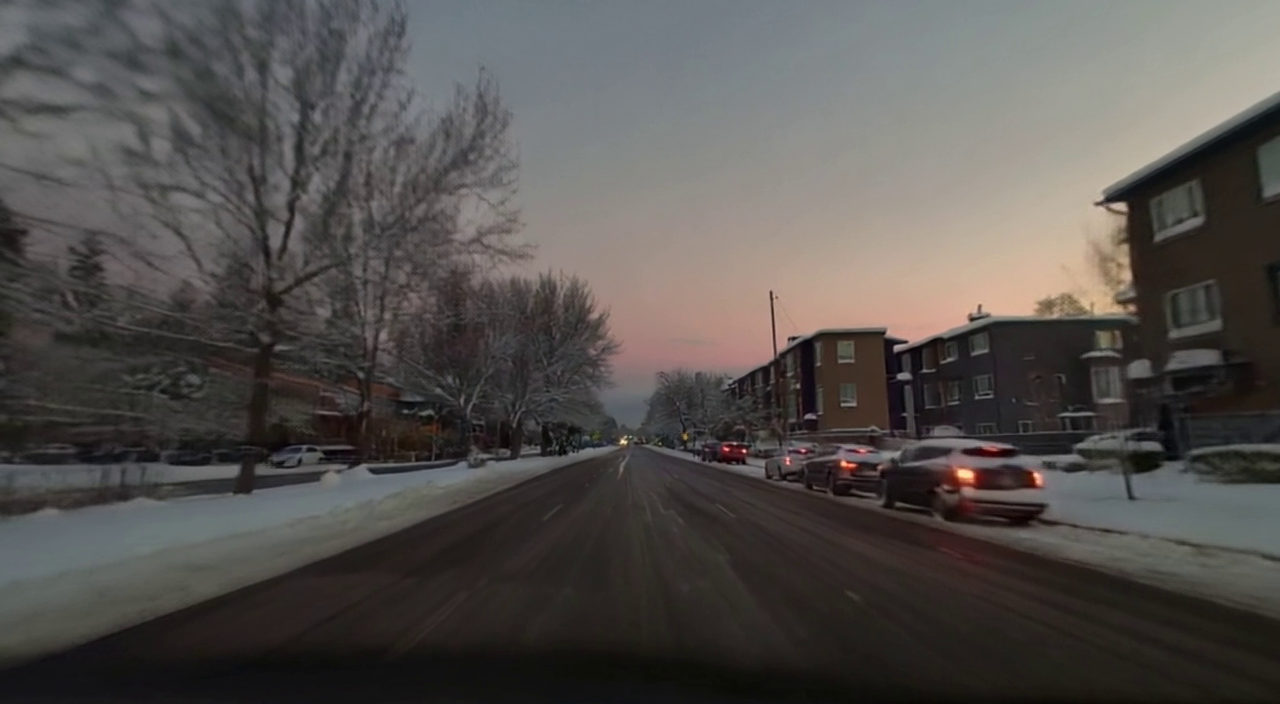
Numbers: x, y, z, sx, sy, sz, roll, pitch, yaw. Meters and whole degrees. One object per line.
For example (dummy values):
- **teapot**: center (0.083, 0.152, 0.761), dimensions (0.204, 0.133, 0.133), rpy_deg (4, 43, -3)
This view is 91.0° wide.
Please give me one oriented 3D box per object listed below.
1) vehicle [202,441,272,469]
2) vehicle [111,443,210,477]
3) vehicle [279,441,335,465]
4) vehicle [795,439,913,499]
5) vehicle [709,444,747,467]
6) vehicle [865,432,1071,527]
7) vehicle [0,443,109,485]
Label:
- **vehicle**: center (-25.922, 6.632, 40.637), dimensions (1.781, 1.666, 4.238), rpy_deg (0, -9, -2)
- **vehicle**: center (-25.777, 5.808, 34.050), dimensions (1.945, 1.694, 4.329), rpy_deg (0, -9, 0)
- **vehicle**: center (-25.456, 7.781, 48.275), dimensions (2.000, 1.696, 4.318), rpy_deg (0, -9, -1)
- **vehicle**: center (6.634, 3.663, 20.164), dimensions (2.060, 1.672, 4.556), rpy_deg (0, -9, -1)
- **vehicle**: center (6.281, 7.397, 45.295), dimensions (2.056, 1.528, 4.816), rpy_deg (0, -9, 0)
- **vehicle**: center (6.719, 2.634, 13.591), dimensions (2.078, 1.699, 4.292), rpy_deg (0, -9, -1)
- **vehicle**: center (-25.961, 4.770, 27.214), dimensions (1.996, 1.650, 4.382), rpy_deg (0, -9, 2)
